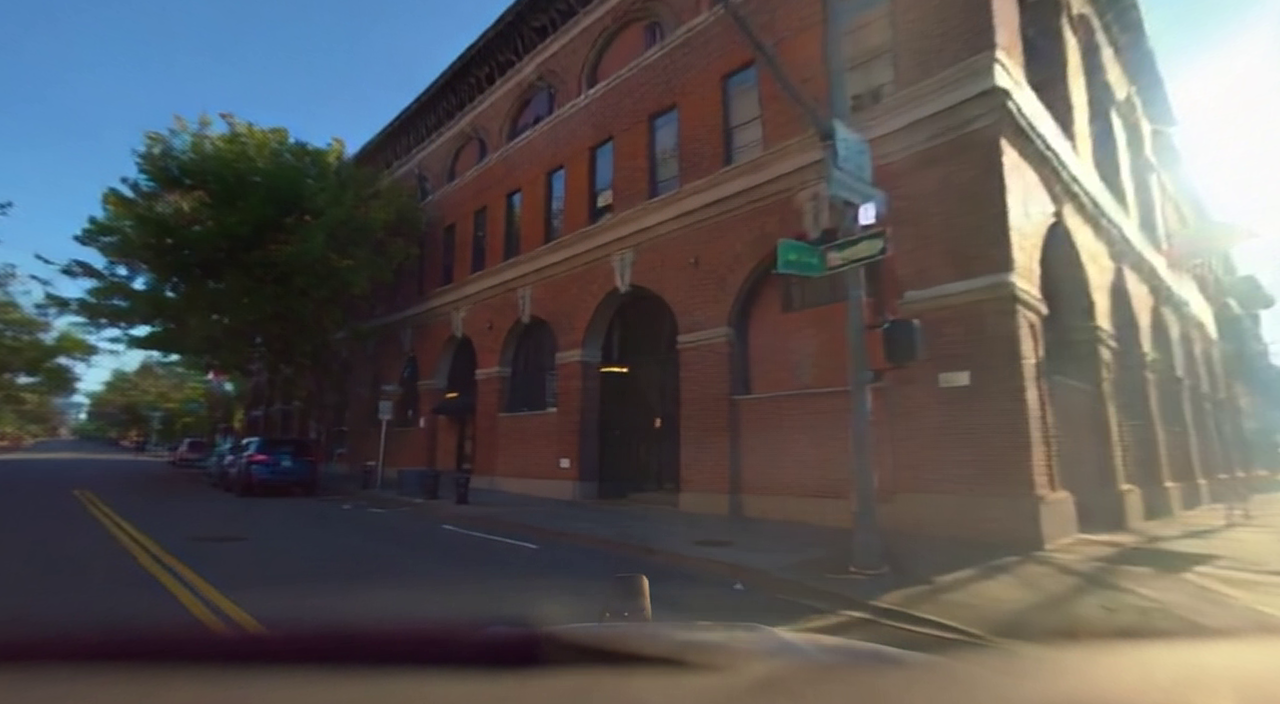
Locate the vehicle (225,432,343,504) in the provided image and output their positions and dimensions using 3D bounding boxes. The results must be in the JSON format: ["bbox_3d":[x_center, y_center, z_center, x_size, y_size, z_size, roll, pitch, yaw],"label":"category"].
[{"bbox_3d":[-10.495,3.311,18.423,1.953,1.804,4.518,7,-11,-41],"label":"vehicle"}]
